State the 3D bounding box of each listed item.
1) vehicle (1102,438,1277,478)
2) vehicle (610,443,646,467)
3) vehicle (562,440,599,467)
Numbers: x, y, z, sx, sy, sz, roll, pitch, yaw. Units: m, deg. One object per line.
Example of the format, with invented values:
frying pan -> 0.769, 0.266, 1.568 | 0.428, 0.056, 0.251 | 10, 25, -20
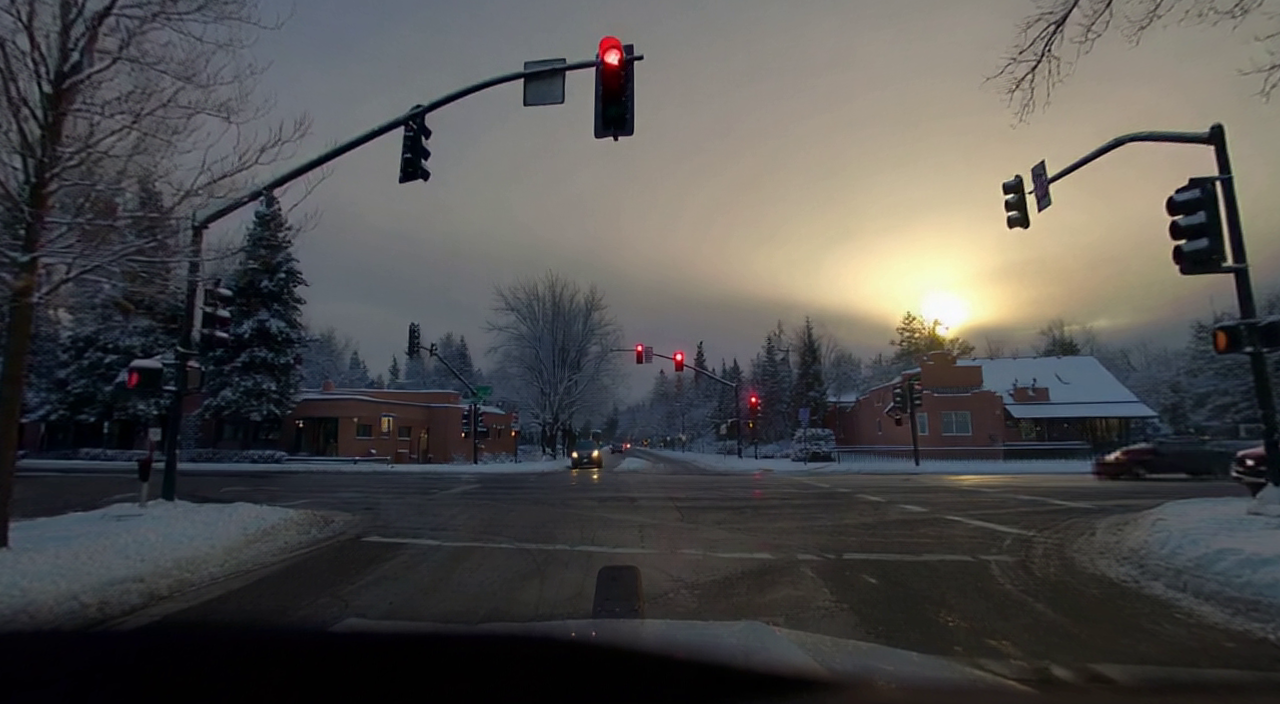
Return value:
vehicle -> 20.997, 4.074, 24.401 | 4.628, 1.414, 1.897 | -3, -9, 17
vehicle -> -0.839, 6.835, 42.032 | 2.056, 1.492, 3.937 | 1, -9, -6
vehicle -> -4.088, 7.104, 44.289 | 2.251, 1.756, 4.610 | 0, -9, -1
